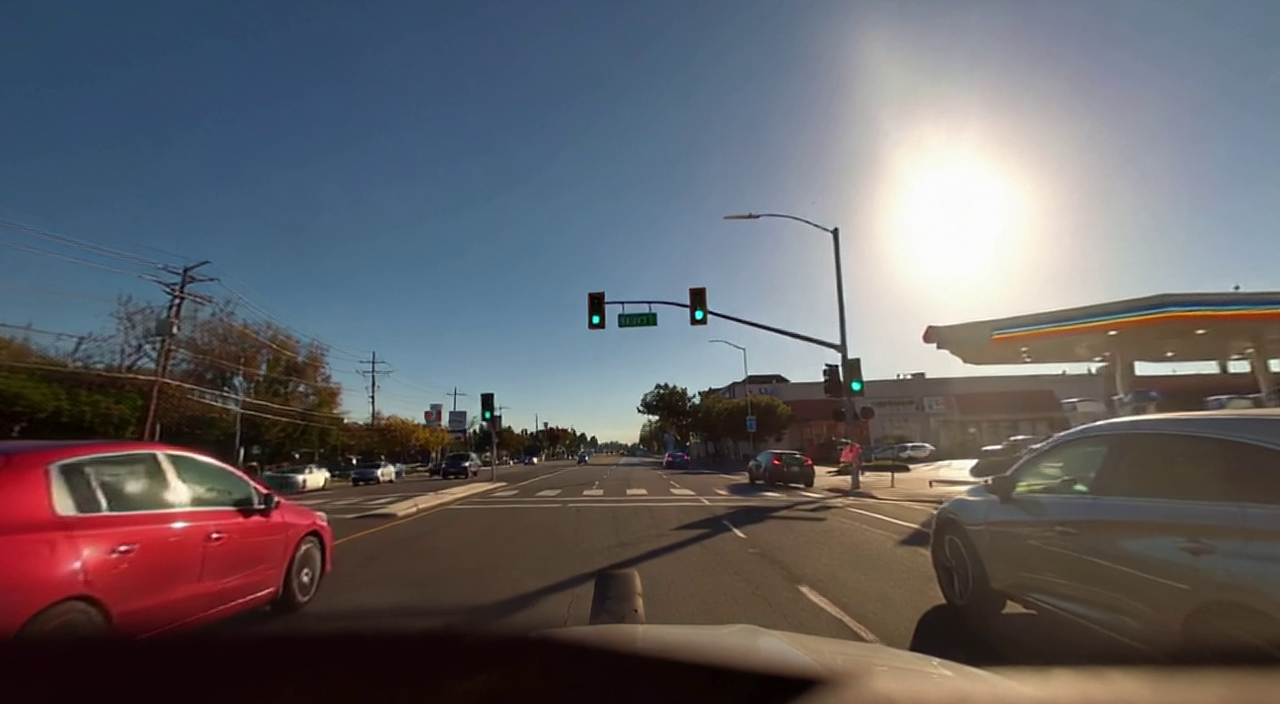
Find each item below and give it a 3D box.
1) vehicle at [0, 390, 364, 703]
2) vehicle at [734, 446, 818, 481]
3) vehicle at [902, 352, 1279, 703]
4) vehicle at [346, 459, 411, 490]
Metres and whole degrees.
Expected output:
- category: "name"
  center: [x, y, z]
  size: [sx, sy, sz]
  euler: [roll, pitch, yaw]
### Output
- category: "vehicle"
  center: [-3.706, 1.205, 4.193]
  size: [1.935, 1.617, 4.045]
  euler: [0, -8, -1]
- category: "vehicle"
  center: [7.089, 5.827, 33.475]
  size: [2.066, 1.699, 4.419]
  euler: [4, -9, -25]
- category: "vehicle"
  center: [3.350, 0.971, 3.212]
  size: [2.085, 1.655, 4.459]
  euler: [0, -8, 0]
- category: "vehicle"
  center: [-14.696, 6.895, 35.791]
  size: [1.751, 1.484, 4.561]
  euler: [0, -8, 0]
